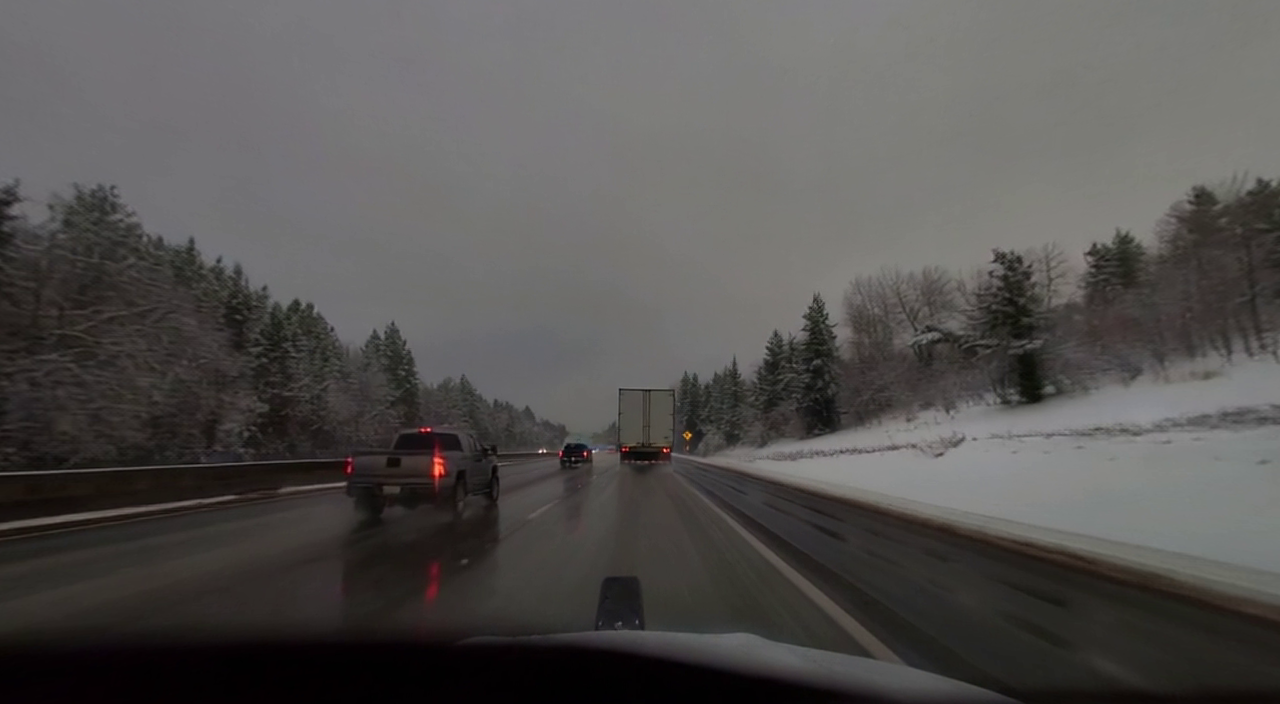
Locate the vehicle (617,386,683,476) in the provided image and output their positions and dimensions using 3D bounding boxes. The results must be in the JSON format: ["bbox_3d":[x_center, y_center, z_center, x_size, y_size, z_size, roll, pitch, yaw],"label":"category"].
[{"bbox_3d":[0.394,4.491,34.714,3.052,4.132,11.336,0,-9,-1],"label":"vehicle"}]

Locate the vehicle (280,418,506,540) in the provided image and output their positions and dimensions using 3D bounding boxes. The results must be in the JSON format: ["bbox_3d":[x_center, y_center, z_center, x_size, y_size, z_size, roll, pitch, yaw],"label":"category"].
[{"bbox_3d":[-4.102,2.216,11.629,2.140,1.750,4.901,0,-9,1],"label":"vehicle"}]

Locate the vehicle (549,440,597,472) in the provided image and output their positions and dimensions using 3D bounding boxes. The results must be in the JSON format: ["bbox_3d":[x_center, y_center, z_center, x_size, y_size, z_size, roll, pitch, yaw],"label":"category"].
[{"bbox_3d":[-4.028,6.351,38.779,2.285,1.833,4.984,0,-9,1],"label":"vehicle"}]
